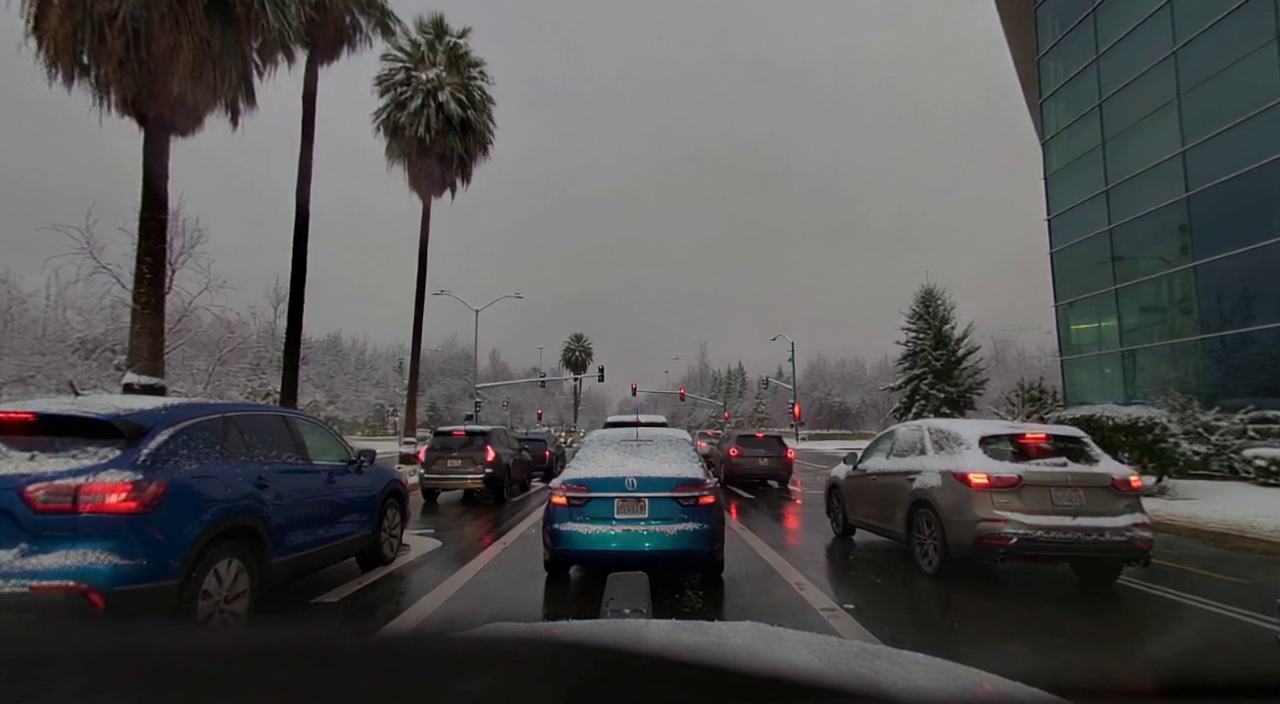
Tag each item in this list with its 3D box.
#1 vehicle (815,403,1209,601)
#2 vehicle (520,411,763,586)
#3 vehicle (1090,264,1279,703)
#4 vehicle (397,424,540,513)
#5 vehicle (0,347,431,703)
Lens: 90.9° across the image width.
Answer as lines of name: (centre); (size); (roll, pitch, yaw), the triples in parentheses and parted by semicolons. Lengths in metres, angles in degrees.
vehicle: (3.842, 1.626, 7.727); (2.064, 1.696, 4.431); (0, -8, -1)
vehicle: (-0.037, 1.668, 8.004); (2.219, 1.586, 4.321); (0, -8, -1)
vehicle: (2.983, 0.436, 0.305); (2.117, 1.879, 4.715); (0, -8, 2)
vehicle: (-3.460, 2.422, 13.523); (1.917, 1.631, 3.768); (0, -8, 1)
vehicle: (-3.541, 1.175, 5.396); (2.014, 1.775, 4.404); (0, -8, -1)
